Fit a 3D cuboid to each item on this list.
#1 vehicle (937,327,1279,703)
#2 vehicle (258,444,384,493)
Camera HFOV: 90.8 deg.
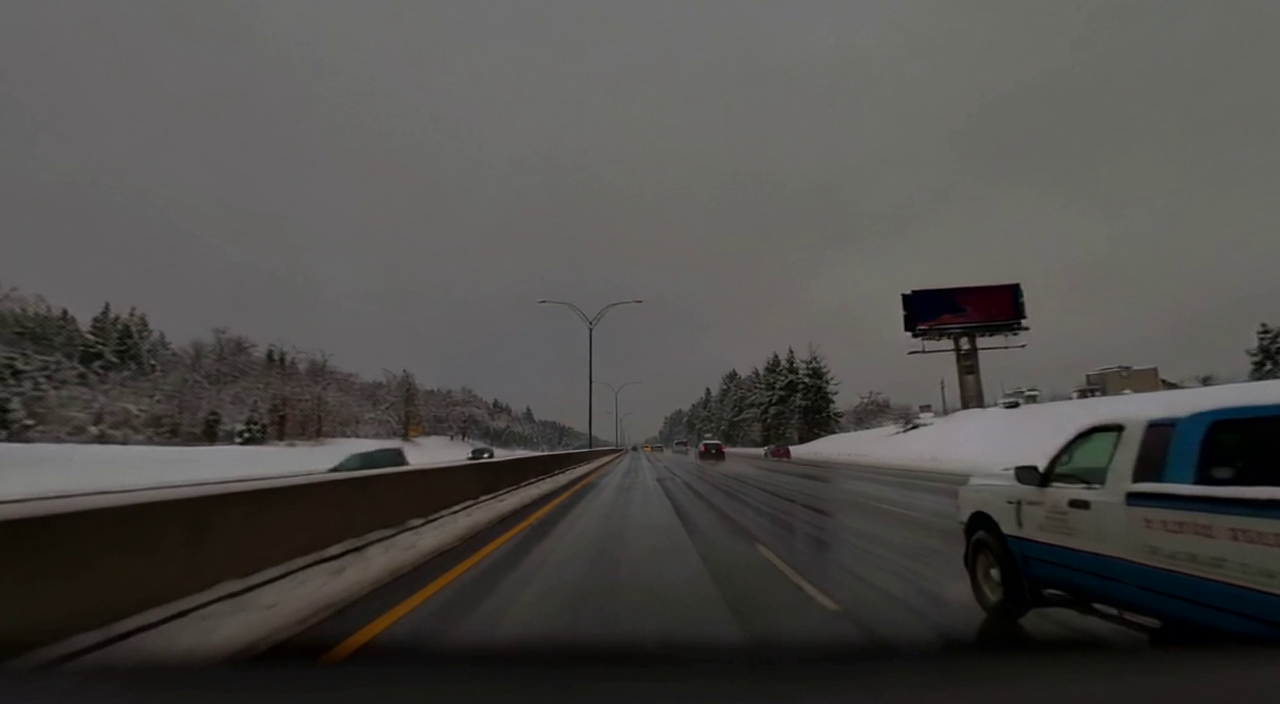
[{"bbox_3d":[3.231,0.814,2.450,1.973,1.710,4.476,0,-9,0],"label":"vehicle"},{"bbox_3d":[-10.944,4.002,22.125,1.975,1.527,4.580,0,-9,1],"label":"vehicle"}]
